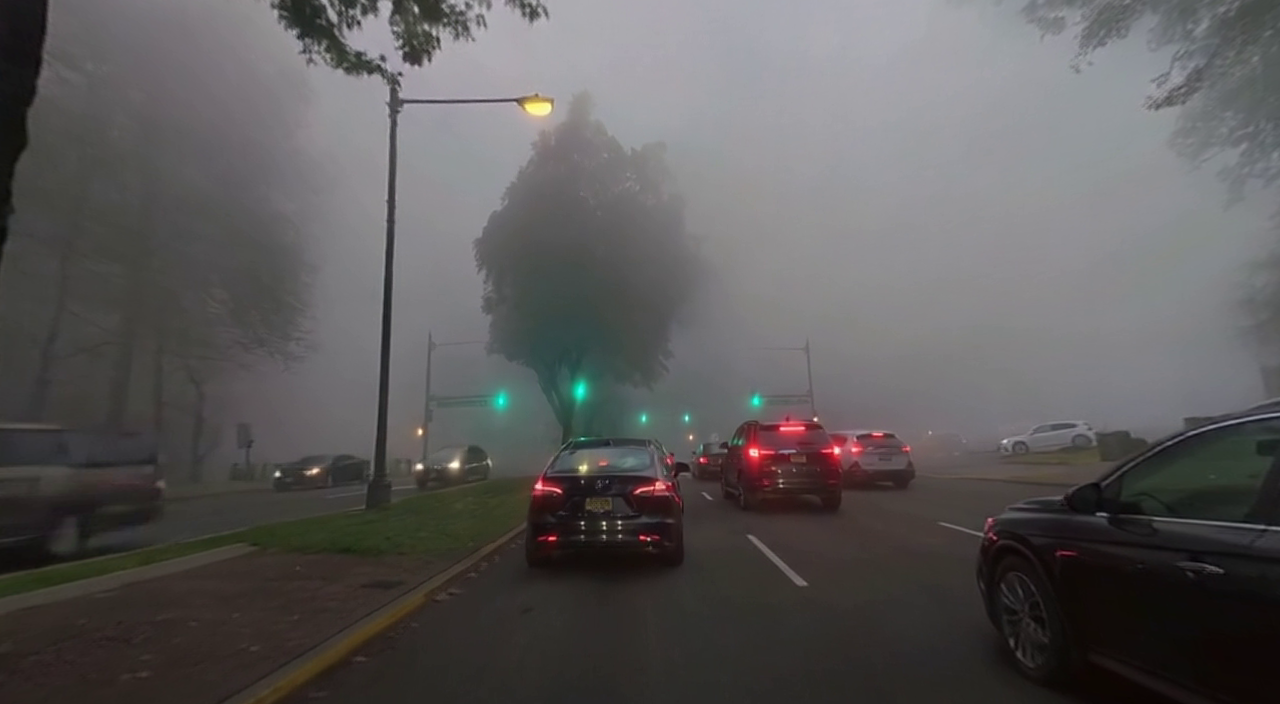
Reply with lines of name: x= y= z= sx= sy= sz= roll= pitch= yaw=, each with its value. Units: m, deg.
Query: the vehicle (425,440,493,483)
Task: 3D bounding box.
vehicle: x=-9.057 y=5.477 z=31.781 sx=1.979 sy=1.987 sz=4.542 roll=0 pitch=-8 yaw=1

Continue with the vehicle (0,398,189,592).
vehicle: x=-8.958 y=1.644 z=7.125 sx=2.815 sy=2.263 sz=6.416 roll=0 pitch=-8 yaw=1

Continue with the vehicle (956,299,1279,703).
vehicle: x=3.211 y=0.805 z=2.155 sx=1.982 sy=1.960 sz=4.427 roll=0 pitch=-8 yaw=1

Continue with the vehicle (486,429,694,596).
vehicle: x=-0.475 y=1.932 z=8.468 sx=2.111 sy=1.676 sz=4.018 roll=0 pitch=-8 yaw=1

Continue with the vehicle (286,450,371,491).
vehicle: x=-16.093 y=6.100 z=32.735 sx=2.010 sy=1.964 sz=4.541 roll=0 pitch=-8 yaw=1

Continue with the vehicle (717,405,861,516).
vehicle: x=3.734 y=2.886 z=17.145 sx=2.516 sy=2.481 sz=5.766 roll=0 pitch=-8 yaw=0

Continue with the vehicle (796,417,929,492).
vehicle: x=7.366 y=3.487 z=21.591 sx=2.627 sy=2.252 sz=5.236 roll=0 pitch=-8 yaw=0
